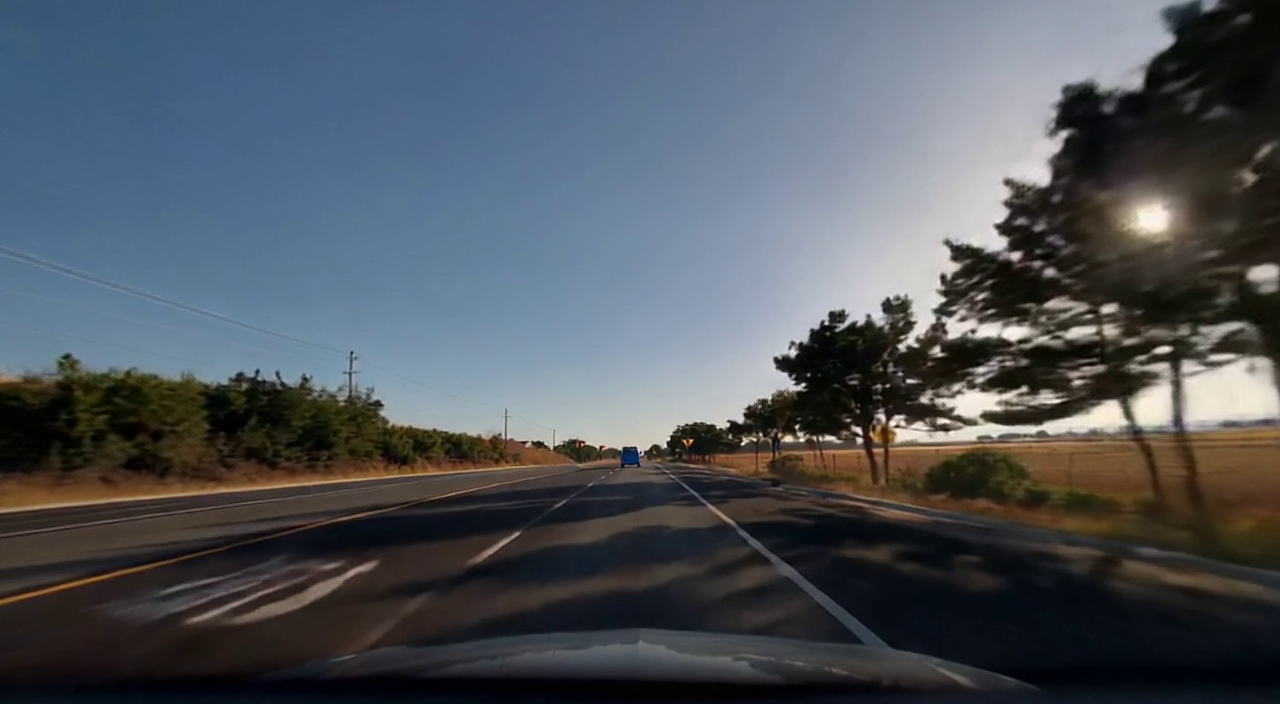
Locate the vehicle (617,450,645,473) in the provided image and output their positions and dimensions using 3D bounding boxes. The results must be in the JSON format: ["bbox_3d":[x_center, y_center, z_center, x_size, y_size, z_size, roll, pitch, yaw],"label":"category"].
[{"bbox_3d":[-0.667,8.505,49.180,2.053,1.647,4.252,0,-9,1],"label":"vehicle"}]
